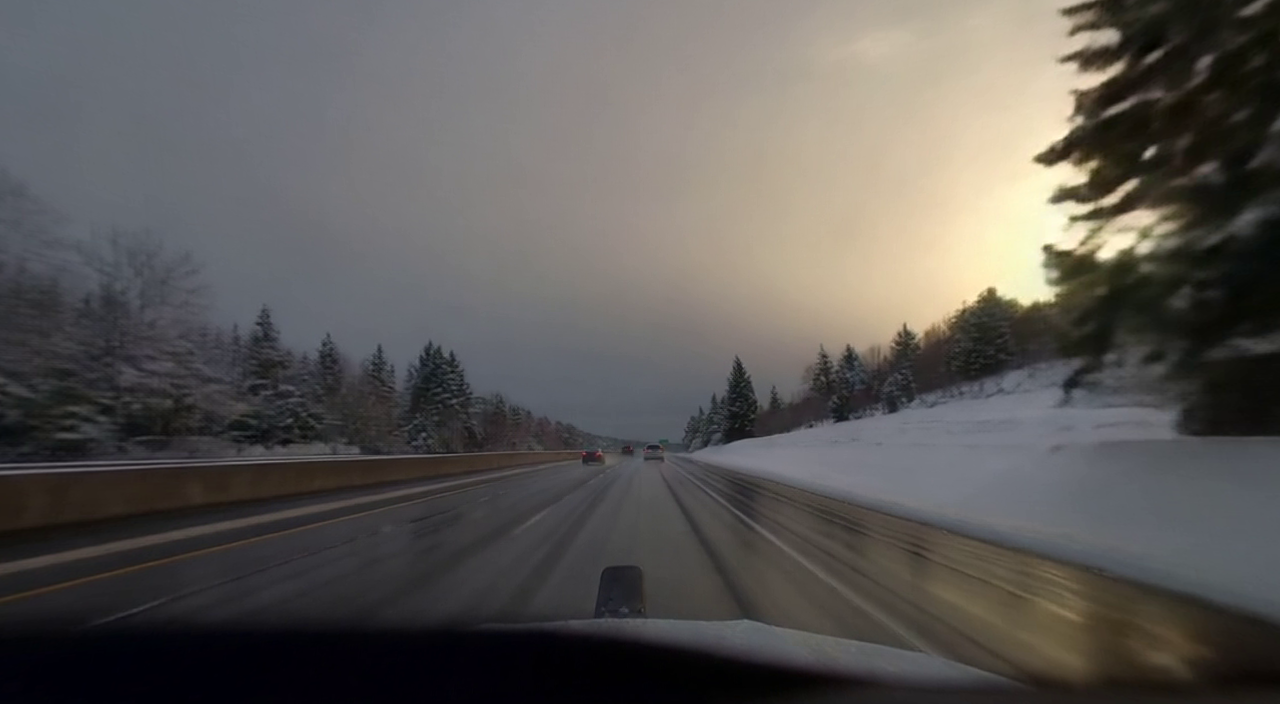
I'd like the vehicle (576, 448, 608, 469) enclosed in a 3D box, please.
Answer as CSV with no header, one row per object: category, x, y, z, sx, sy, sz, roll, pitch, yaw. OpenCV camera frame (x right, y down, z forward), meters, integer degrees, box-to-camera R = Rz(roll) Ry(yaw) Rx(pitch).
vehicle,-3.518,7.863,46.757,2.033,1.449,3.957,0,-9,1
